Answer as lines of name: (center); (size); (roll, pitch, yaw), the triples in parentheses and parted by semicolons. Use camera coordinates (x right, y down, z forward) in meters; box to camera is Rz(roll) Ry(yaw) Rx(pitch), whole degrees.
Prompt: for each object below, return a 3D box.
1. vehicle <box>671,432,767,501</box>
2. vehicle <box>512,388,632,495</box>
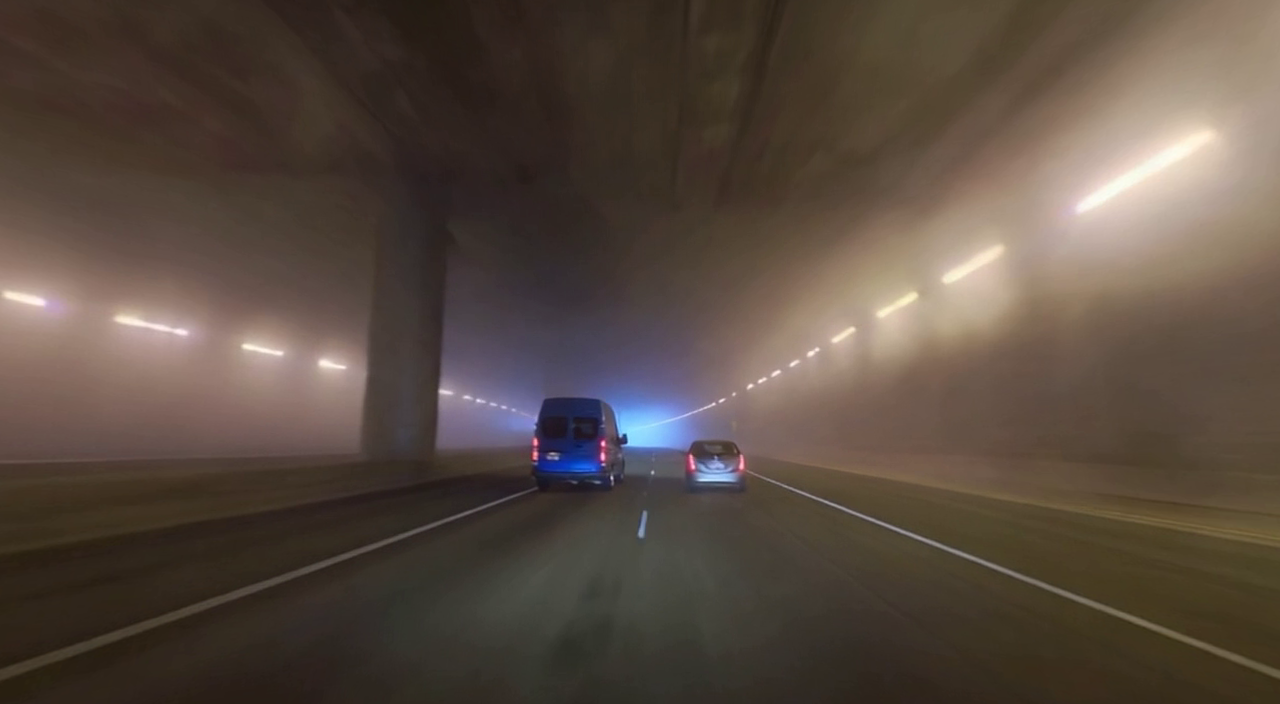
vehicle: (1.890, 2.890, 16.405); (2.095, 1.553, 4.069); (-1, -8, 2)
vehicle: (-1.618, 2.431, 17.228); (2.404, 2.459, 5.229); (-1, -8, 3)
